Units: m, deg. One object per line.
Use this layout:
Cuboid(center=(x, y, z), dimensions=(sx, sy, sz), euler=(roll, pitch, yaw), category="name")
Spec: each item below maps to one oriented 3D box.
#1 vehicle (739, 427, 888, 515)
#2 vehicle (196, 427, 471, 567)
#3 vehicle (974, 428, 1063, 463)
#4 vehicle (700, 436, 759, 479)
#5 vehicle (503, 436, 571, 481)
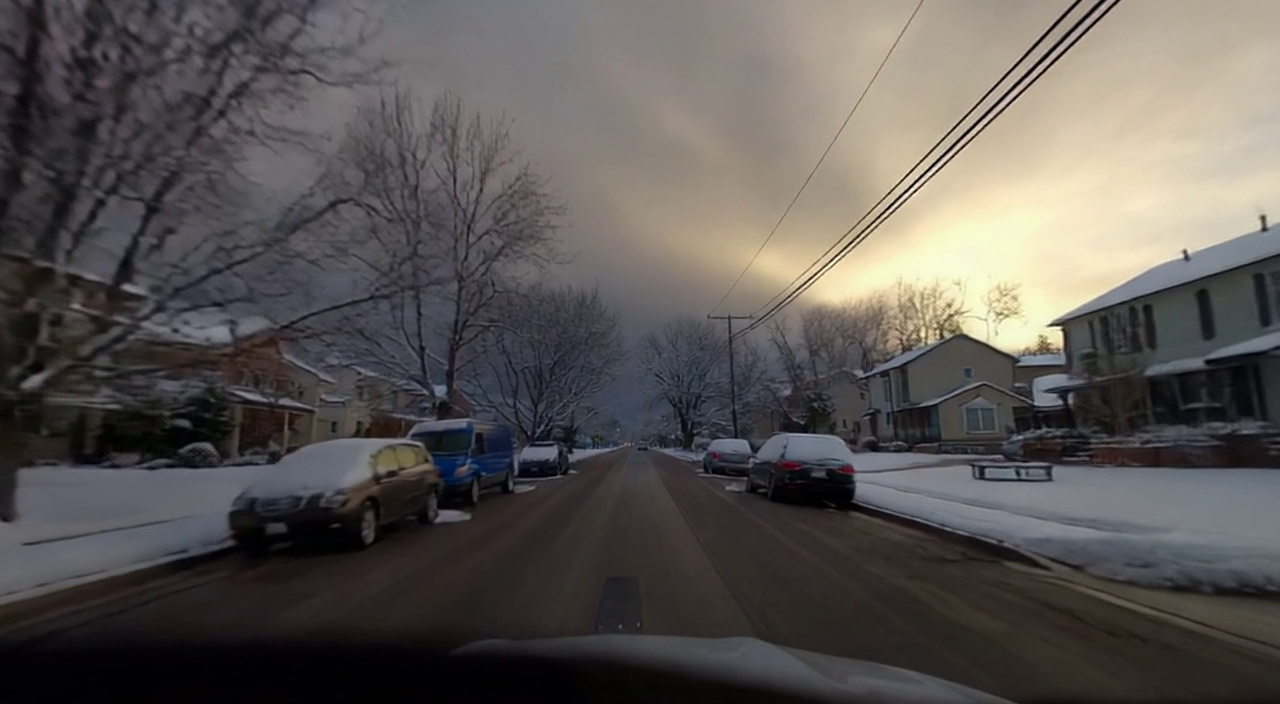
Cuboid(center=(4.122, 2.937, 16.280), dimensions=(2.152, 1.810, 5.846), euler=(0, -8, 0), category="vehicle")
Cuboid(center=(-4.540, 2.140, 10.441), dimensions=(2.116, 1.659, 4.832), euler=(-3, -7, 1), category="vehicle")
Cuboid(center=(19.380, 4.819, 32.562), dimensions=(2.086, 1.658, 4.154), euler=(0, -9, 2), category="vehicle")
Cuboid(center=(4.008, 4.822, 29.119), dimensions=(2.173, 1.806, 4.701), euler=(0, -8, 2), category="vehicle")
Cuboid(center=(-4.324, 4.541, 27.135), dimensions=(2.157, 1.736, 4.104), euler=(-1, -9, 1), category="vehicle")
